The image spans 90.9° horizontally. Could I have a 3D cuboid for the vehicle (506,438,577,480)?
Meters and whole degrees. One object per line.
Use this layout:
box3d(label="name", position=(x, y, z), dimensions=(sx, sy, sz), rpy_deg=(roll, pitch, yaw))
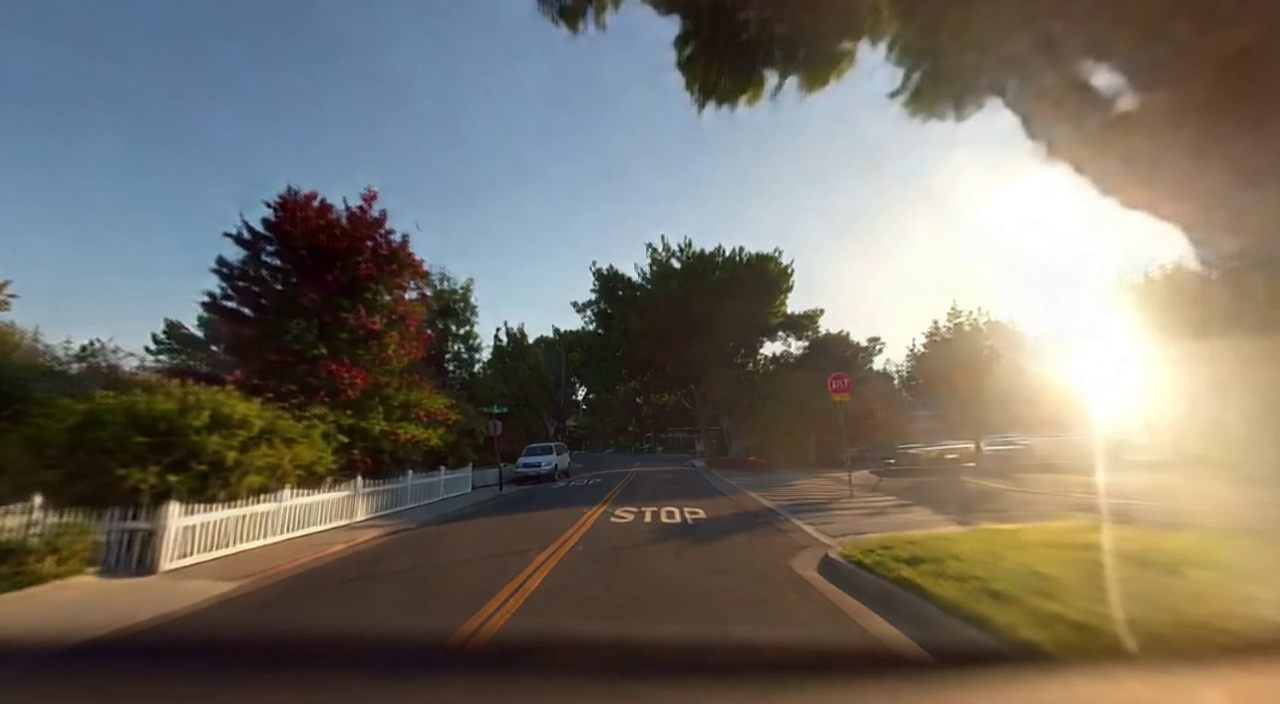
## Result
box3d(label="vehicle", position=(-4.933, 5.462, 32.657), dimensions=(2.308, 1.899, 6.107), rpy_deg=(-1, -8, 4))
